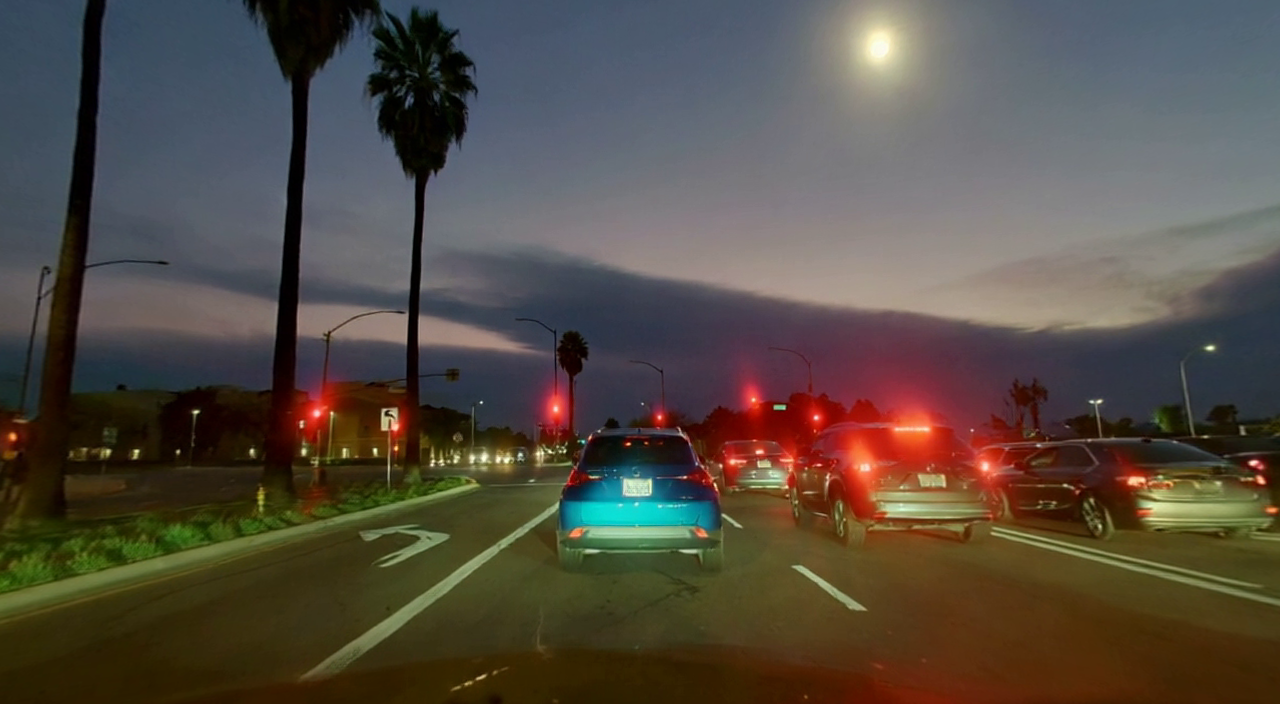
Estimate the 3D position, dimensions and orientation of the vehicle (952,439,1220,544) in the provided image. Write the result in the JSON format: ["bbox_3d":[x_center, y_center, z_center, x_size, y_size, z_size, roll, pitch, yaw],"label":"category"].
[{"bbox_3d":[7.365,2.294,11.055,1.832,1.477,3.981,0,-9,1],"label":"vehicle"}]

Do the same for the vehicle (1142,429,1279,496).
[{"bbox_3d":[18.043,3.207,18.506,4.786,1.848,2.107,0,-9,-1],"label":"vehicle"}]

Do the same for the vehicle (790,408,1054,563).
[{"bbox_3d":[3.671,1.819,9.252,1.947,1.725,4.159,0,-9,1],"label":"vehicle"}]

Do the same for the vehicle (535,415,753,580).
[{"bbox_3d":[0.031,1.706,8.133,2.083,1.572,4.021,0,-9,0],"label":"vehicle"}]
